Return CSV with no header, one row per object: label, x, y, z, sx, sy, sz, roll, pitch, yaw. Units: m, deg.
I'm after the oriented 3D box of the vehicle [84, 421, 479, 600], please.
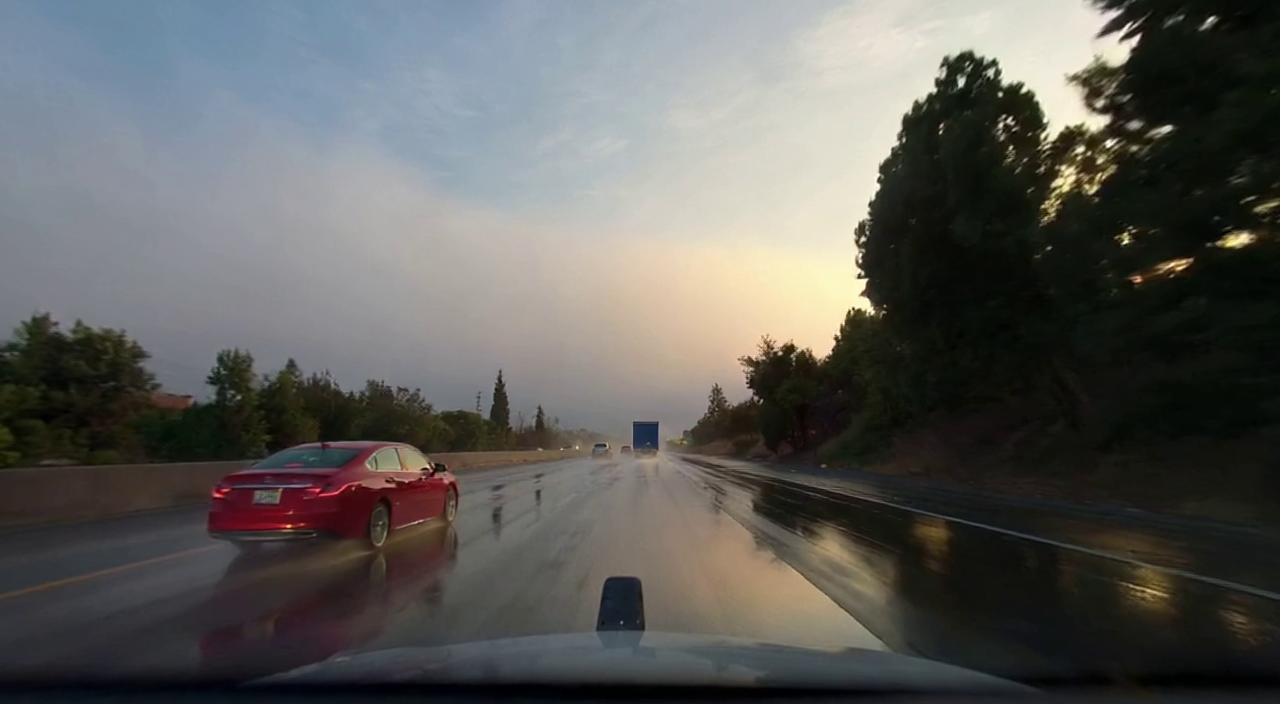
vehicle,-3.756,1.764,7.983,1.999,1.533,4.870,-1,-9,2
